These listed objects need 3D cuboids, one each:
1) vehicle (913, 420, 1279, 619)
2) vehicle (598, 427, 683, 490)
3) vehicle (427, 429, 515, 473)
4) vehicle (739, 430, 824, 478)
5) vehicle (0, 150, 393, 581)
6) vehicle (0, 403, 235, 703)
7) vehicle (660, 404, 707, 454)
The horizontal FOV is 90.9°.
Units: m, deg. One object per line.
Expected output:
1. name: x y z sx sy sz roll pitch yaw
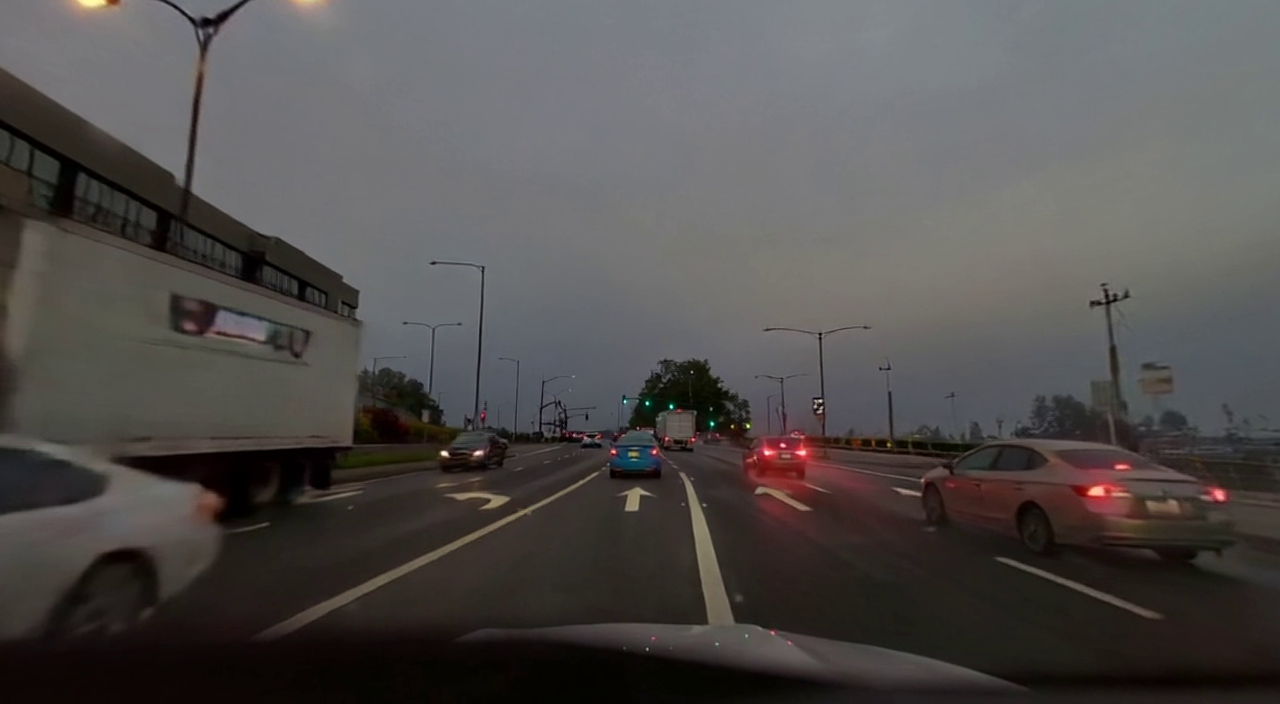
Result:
1. vehicle: 5.064 1.551 7.030 2.081 1.434 4.833 0 -8 3
2. vehicle: 0.052 2.758 16.687 1.991 1.472 3.518 0 -8 1
3. vehicle: -6.201 3.683 23.705 1.980 1.499 4.417 0 -8 2
4. vehicle: 4.772 3.469 21.777 1.889 1.480 3.876 1 -8 -2
5. vehicle: -7.034 0.438 8.002 2.986 3.821 10.059 0 -8 5
6. vehicle: -4.064 0.863 2.283 1.964 1.428 4.481 0 -8 5
7. vehicle: 3.144 5.857 47.507 2.917 3.482 6.946 0 -8 -1
